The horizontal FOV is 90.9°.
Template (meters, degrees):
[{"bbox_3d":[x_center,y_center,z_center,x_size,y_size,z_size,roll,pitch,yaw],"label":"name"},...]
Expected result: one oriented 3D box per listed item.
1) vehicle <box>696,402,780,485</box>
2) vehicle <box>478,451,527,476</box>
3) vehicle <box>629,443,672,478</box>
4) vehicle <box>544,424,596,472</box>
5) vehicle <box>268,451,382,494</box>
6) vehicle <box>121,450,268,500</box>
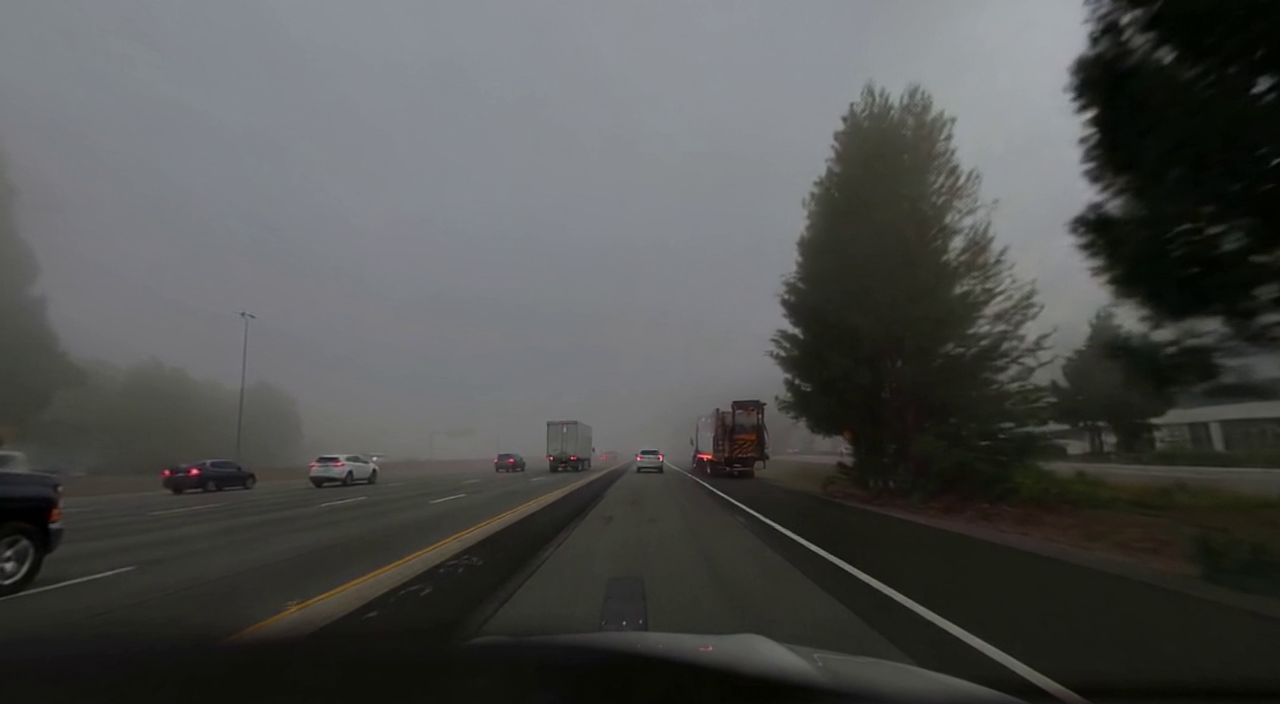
[{"bbox_3d":[5.202,5.292,36.088,2.801,3.732,11.836,-4,-9,0],"label":"vehicle"},{"bbox_3d":[-8.810,7.157,40.855,1.929,1.477,4.746,-1,-8,3],"label":"vehicle"},{"bbox_3d":[0.599,6.113,35.832,2.227,1.794,4.646,0,-8,1],"label":"vehicle"},{"bbox_3d":[-5.324,7.502,49.589,2.796,3.426,8.553,0,-8,2],"label":"vehicle"},{"bbox_3d":[-12.382,4.752,25.221,1.928,1.480,4.823,-1,-8,3],"label":"vehicle"},{"bbox_3d":[-16.150,4.455,23.245,1.885,1.591,4.599,-1,-8,3],"label":"vehicle"}]
